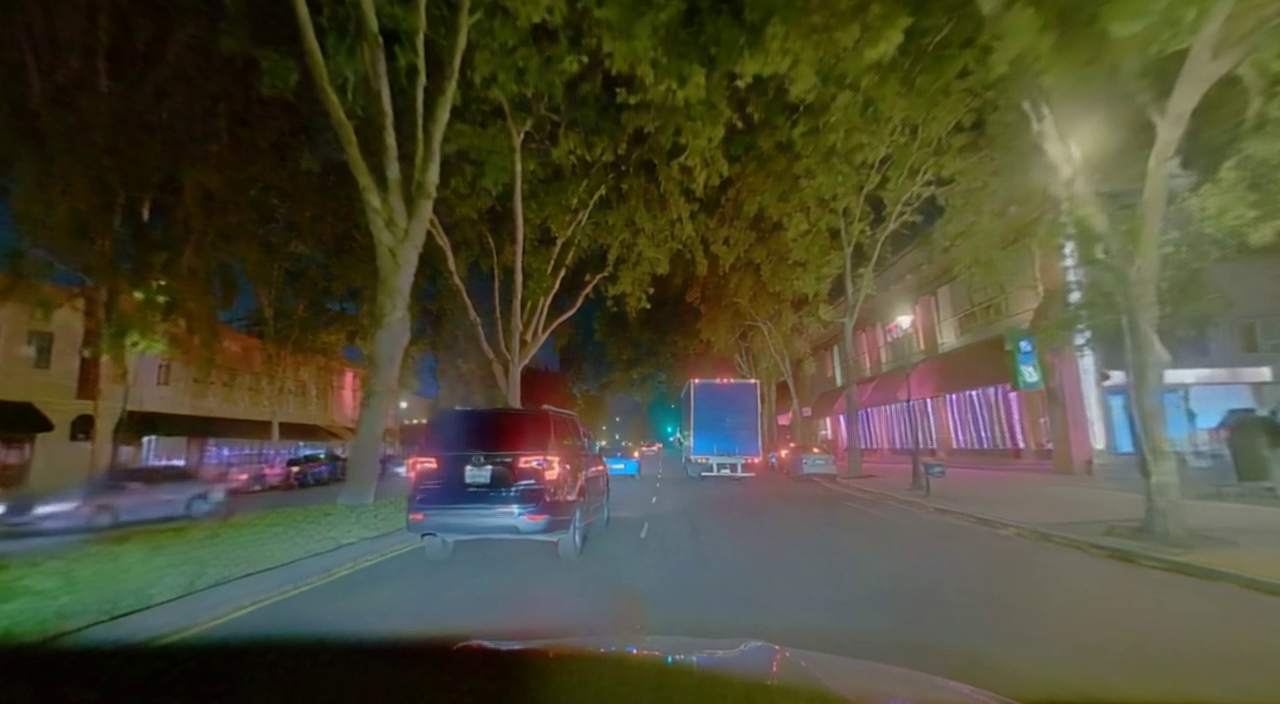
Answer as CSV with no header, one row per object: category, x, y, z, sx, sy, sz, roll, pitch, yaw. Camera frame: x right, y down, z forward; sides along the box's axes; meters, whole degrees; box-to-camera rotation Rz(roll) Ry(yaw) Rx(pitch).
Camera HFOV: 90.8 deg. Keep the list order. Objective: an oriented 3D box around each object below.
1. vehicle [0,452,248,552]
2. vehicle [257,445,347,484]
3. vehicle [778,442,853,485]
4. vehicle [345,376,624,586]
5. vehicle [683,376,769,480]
vehicle,-9.886,2.639,11.879,1.915,1.434,4.609,-1,-9,3
vehicle,-21.195,7.013,39.997,2.233,2.228,5.747,0,-8,4
vehicle,6.826,4.346,24.977,1.929,1.522,4.158,-1,-9,3
vehicle,-1.603,1.622,8.715,2.293,2.036,4.853,-1,-9,4
vehicle,3.921,4.029,32.238,3.007,4.206,12.913,-1,-8,2
